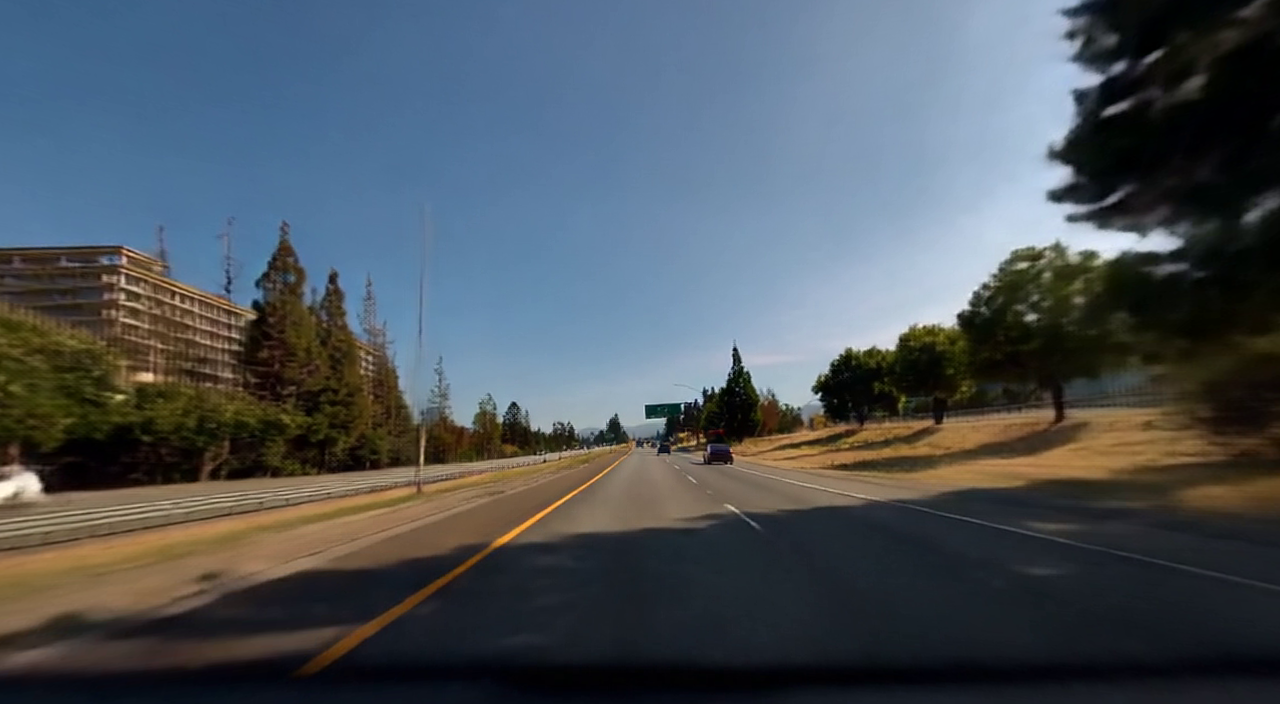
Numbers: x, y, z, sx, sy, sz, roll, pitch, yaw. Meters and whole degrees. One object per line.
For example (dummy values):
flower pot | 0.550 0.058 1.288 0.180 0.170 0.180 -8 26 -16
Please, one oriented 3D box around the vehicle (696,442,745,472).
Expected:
vehicle | 4.269 5.663 34.190 2.042 1.518 4.477 0 -9 -1
